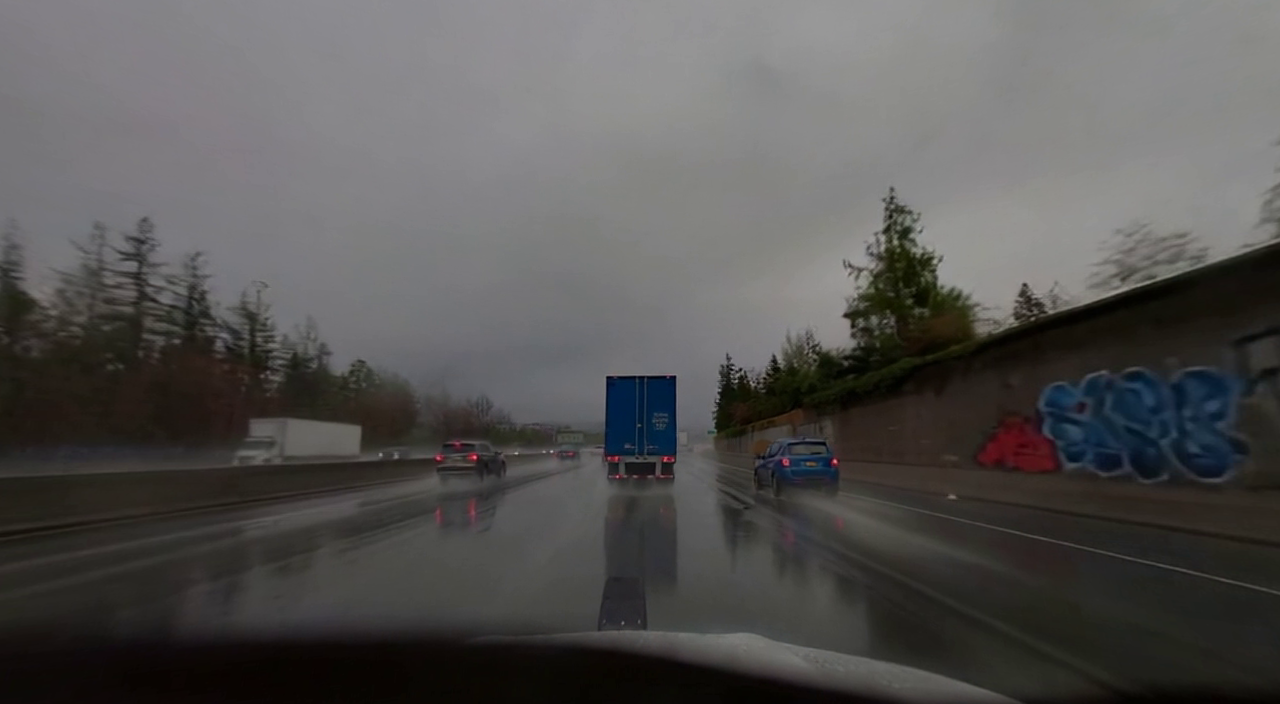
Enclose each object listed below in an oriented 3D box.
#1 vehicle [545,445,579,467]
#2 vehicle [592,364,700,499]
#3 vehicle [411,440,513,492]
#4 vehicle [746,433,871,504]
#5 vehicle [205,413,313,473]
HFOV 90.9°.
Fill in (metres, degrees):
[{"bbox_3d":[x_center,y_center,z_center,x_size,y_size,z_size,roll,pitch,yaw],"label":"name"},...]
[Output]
[{"bbox_3d":[-5.913,7.918,48.162,2.005,1.607,4.042,0,-9,1],"label":"vehicle"},{"bbox_3d":[0.057,2.910,22.033,2.915,3.661,9.741,0,-9,-1],"label":"vehicle"},{"bbox_3d":[-6.273,4.068,22.884,2.134,1.662,4.851,-1,-9,2],"label":"vehicle"},{"bbox_3d":[4.447,3.160,17.453,2.205,1.689,4.403,0,-9,0],"label":"vehicle"},{"bbox_3d":[-24.630,6.008,41.181,2.951,3.577,6.186,-1,-9,2],"label":"vehicle"}]
